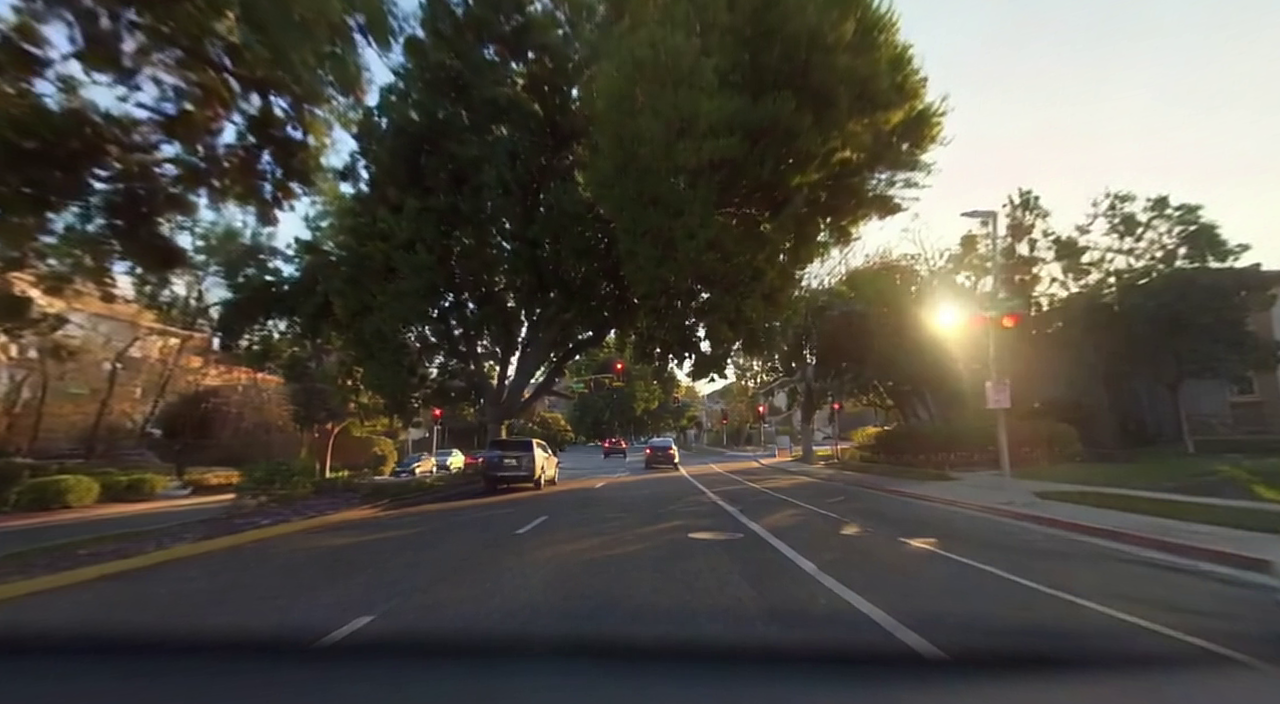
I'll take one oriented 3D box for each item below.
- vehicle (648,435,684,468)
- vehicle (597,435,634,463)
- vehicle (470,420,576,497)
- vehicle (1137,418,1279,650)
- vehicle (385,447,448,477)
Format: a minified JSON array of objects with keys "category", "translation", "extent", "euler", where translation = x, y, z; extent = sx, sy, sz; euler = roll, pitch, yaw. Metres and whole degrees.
[{"category":"vehicle","translation":[1.400,5.486,34.971],"extent":[1.852,1.680,4.488],"euler":[0,-8,2]},{"category":"vehicle","translation":[-1.573,6.486,42.255],"extent":[2.018,1.746,4.560],"euler":[-1,-8,3]},{"category":"vehicle","translation":[-3.048,2.889,17.468],"extent":[1.877,1.827,4.298],"euler":[-1,-8,3]},{"category":"vehicle","translation":[5.218,0.976,2.711],"extent":[2.104,1.489,4.962],"euler":[0,-8,0]},{"category":"vehicle","translation":[-11.697,5.759,33.341],"extent":[1.876,1.492,3.790],"euler":[-1,-9,1]}]
